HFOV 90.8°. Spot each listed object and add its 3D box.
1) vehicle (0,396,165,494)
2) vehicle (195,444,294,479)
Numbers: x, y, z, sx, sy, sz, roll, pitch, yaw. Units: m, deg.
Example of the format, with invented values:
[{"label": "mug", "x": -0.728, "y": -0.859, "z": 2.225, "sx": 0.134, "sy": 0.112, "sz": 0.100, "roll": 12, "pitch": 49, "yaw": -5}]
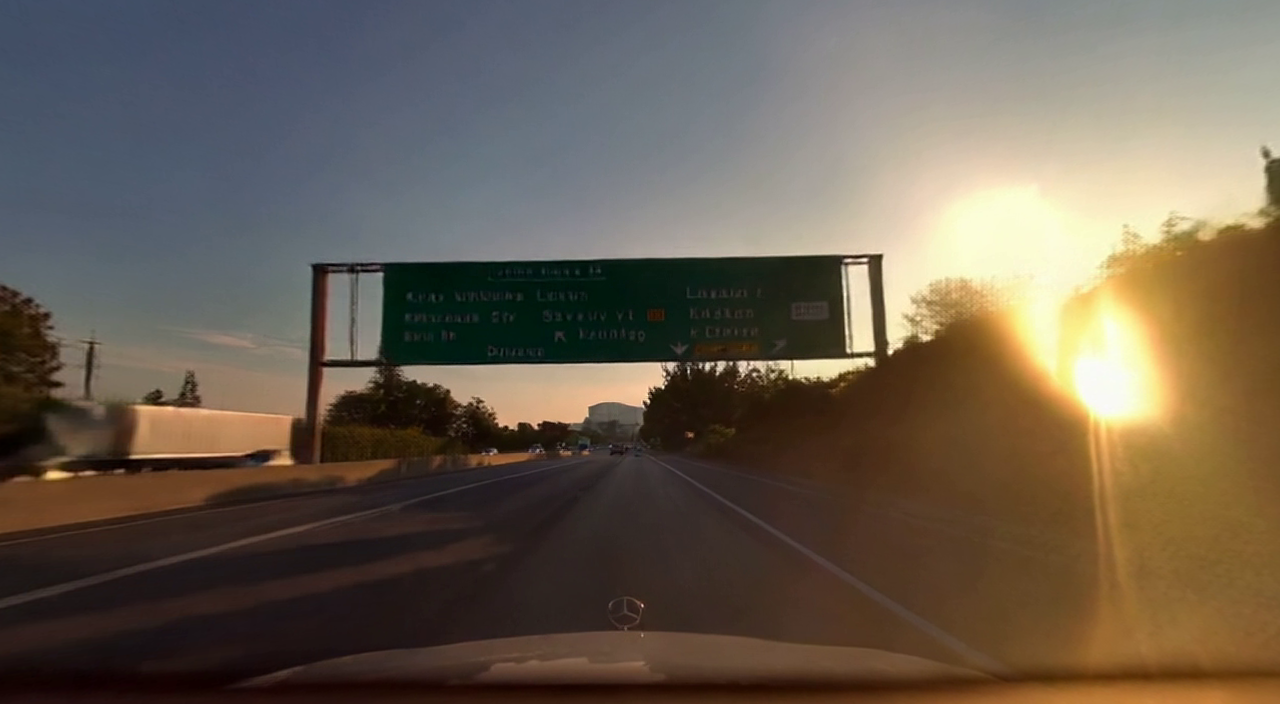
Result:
[{"label": "vehicle", "x": -25.540, "y": 4.195, "z": 28.443, "sx": 2.916, "sy": 3.874, "sz": 6.628, "roll": 0, "pitch": -9, "yaw": -1}, {"label": "vehicle", "x": -20.798, "y": 5.773, "z": 33.500, "sx": 2.042, "sy": 1.674, "sz": 4.948, "roll": 0, "pitch": -9, "yaw": -1}]
